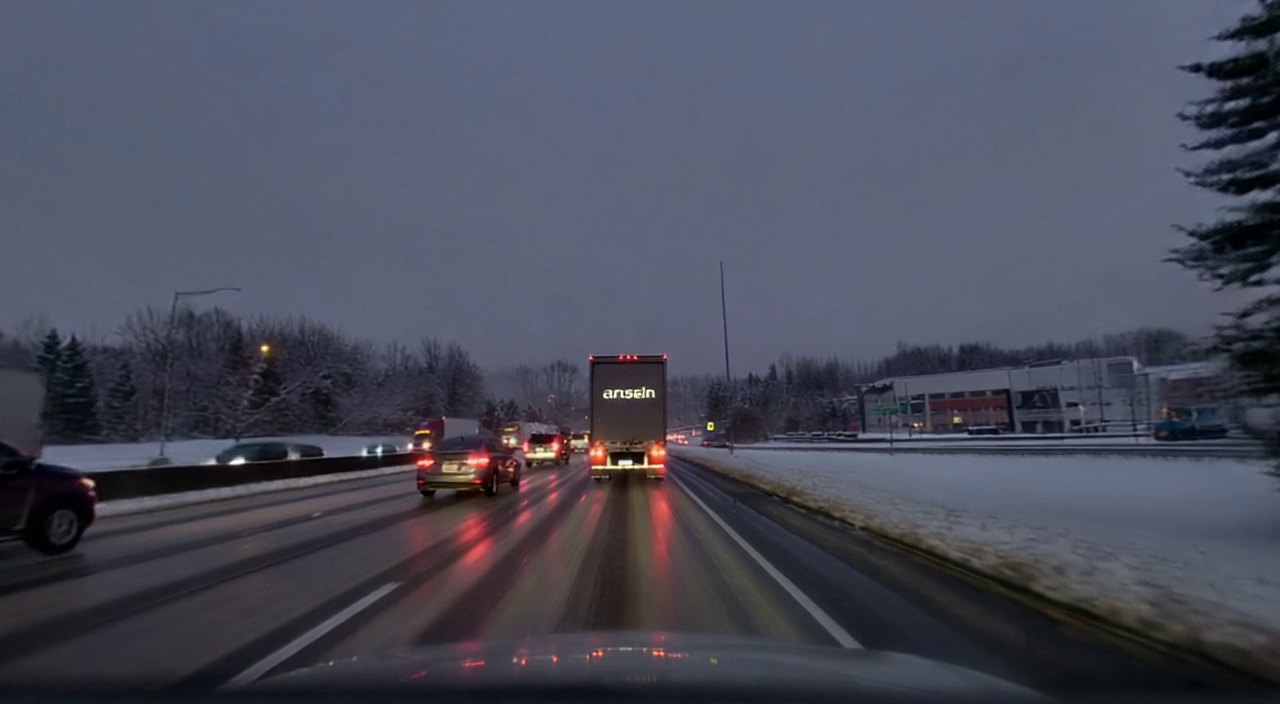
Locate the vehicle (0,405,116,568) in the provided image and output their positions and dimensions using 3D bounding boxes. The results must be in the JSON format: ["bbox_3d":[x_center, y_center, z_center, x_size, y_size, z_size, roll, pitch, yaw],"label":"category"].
[{"bbox_3d":[-7.714,1.308,5.789,1.998,1.698,4.461,0,-8,-2],"label":"vehicle"}]

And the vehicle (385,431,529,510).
[{"bbox_3d":[-3.947,2.598,14.437,1.964,1.507,4.361,0,-8,0],"label":"vehicle"}]

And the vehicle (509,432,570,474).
[{"bbox_3d":[-4.137,4.222,26.614,1.946,1.599,4.073,0,-8,0],"label":"vehicle"}]

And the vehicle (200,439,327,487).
[{"bbox_3d":[-15.472,4.530,26.257,2.043,1.795,5.156,0,-8,1],"label":"vehicle"}]

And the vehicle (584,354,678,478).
[{"bbox_3d":[-0.455,2.893,26.850,3.171,4.204,11.036,0,-8,-2],"label":"vehicle"}]
